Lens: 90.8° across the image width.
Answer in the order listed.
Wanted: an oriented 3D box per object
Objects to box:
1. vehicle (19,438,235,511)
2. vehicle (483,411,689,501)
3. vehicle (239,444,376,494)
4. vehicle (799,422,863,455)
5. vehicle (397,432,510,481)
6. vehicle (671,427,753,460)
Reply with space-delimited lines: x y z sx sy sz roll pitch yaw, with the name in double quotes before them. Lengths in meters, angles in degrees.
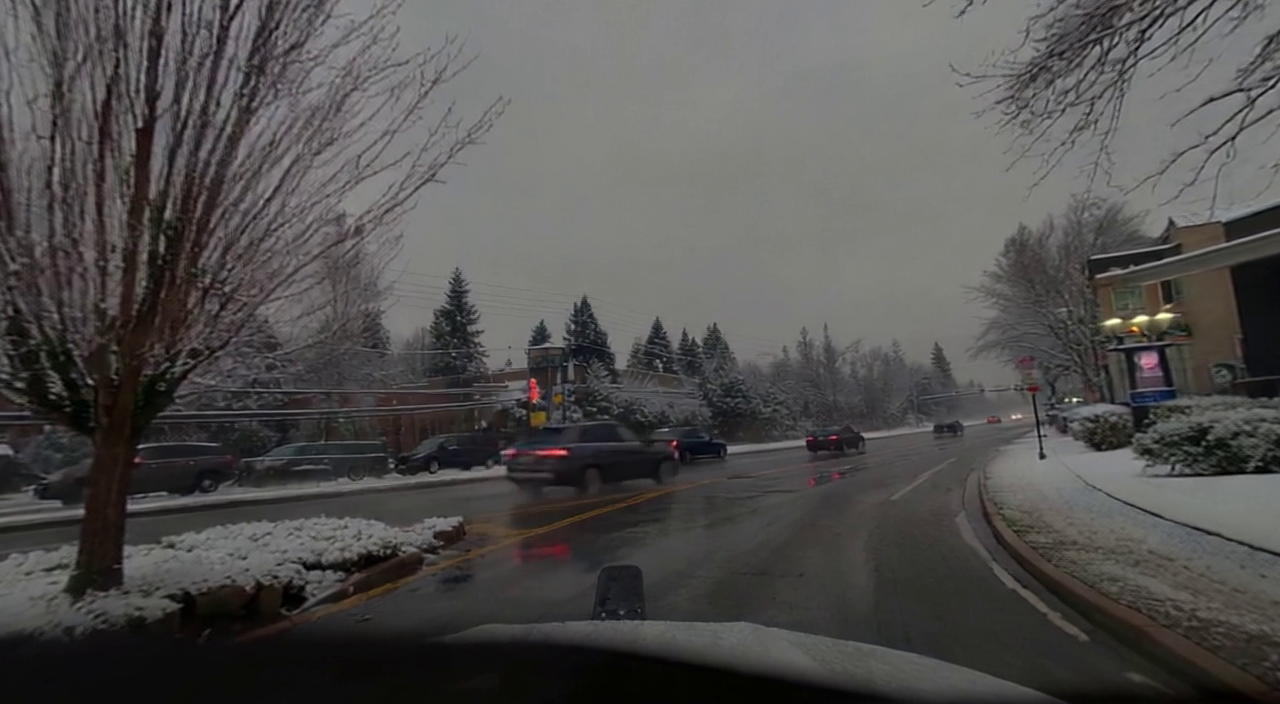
"vehicle" -16.299 3.825 20.376 2.294 2.000 4.788 -7 -10 31
"vehicle" -1.290 2.560 16.277 2.517 1.936 4.748 -9 -10 44
"vehicle" -13.055 4.553 25.061 1.904 1.719 4.326 -6 -10 36
"vehicle" 12.025 5.401 39.516 1.954 1.639 5.229 -8 -8 38
"vehicle" -9.065 5.030 31.046 2.134 1.924 4.911 -6 -6 40
"vehicle" 4.005 5.011 34.473 2.183 1.651 4.928 -7 -11 37
